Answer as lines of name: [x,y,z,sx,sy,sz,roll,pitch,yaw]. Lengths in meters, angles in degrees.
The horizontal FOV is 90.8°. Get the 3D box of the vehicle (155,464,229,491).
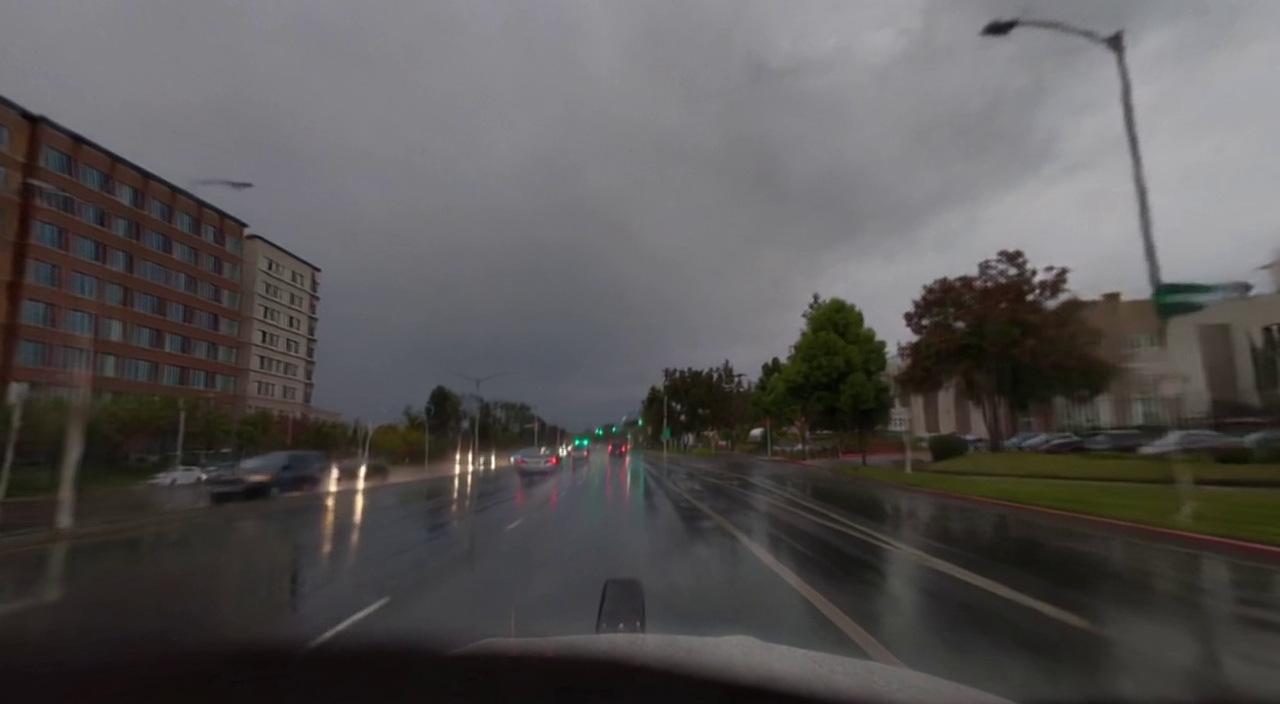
vehicle: [-30.853,8.633,43.714,2.051,1.598,4.439,0,-9,-4]

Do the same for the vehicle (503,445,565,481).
vehicle: [-4.553,4.833,27.811,2.025,1.474,4.292,0,-9,-1]

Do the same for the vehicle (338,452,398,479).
vehicle: [-18.159,7.550,42.383,1.951,1.679,4.463,0,-9,1]

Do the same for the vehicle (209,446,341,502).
vehicle: [-12.896,4.301,22.729,2.150,1.721,4.465,-1,-9,-1]
